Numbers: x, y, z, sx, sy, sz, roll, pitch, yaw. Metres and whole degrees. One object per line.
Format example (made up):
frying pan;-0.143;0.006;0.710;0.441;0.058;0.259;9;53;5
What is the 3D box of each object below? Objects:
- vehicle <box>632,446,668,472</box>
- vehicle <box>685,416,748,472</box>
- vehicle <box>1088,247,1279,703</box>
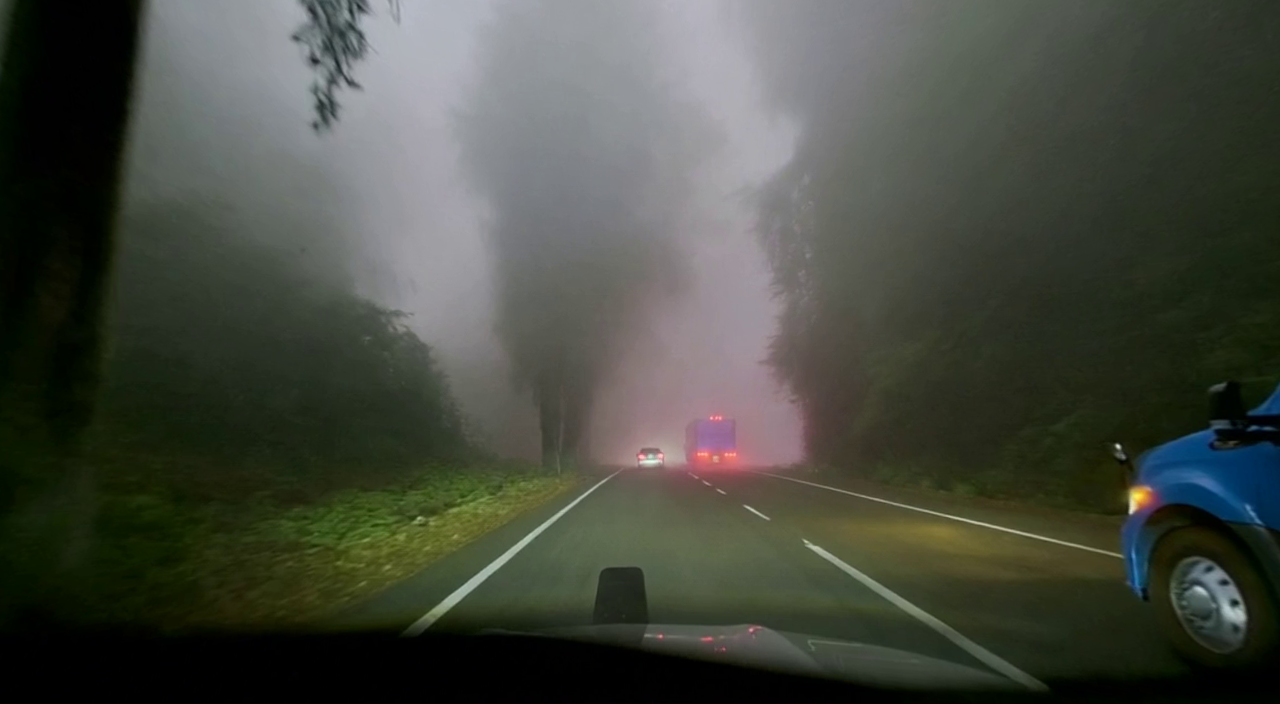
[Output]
vehicle;0.604;6.749;39.769;2.170;1.544;4.373;0;-8;1
vehicle;4.703;5.906;40.287;3.015;3.211;7.982;0;-9;0
vehicle;4.293;0.338;1.092;2.484;2.248;6.267;0;-8;2
